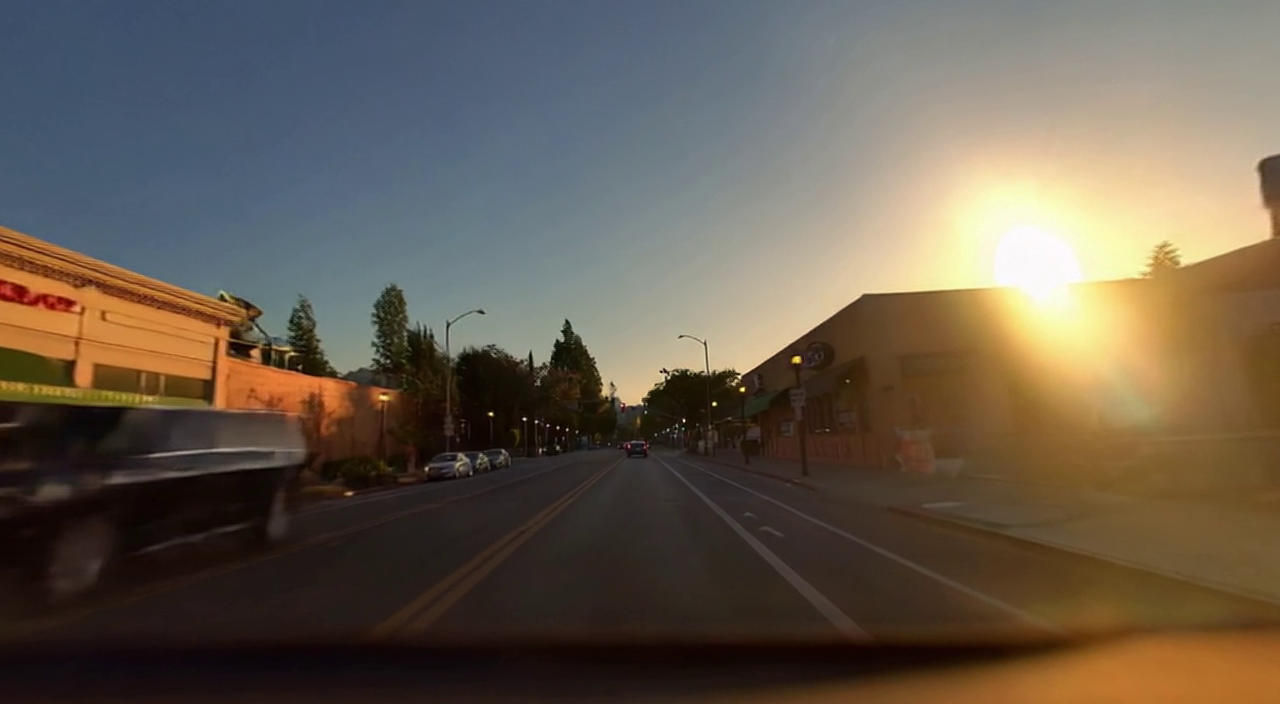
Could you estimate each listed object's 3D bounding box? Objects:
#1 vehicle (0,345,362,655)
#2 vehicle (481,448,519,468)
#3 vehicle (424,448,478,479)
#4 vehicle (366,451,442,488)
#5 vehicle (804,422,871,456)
[{"bbox_3d":[-5.417,1.351,6.695,2.267,2.070,5.719,0,-8,1],"label":"vehicle"},{"bbox_3d":[-10.820,8.224,49.145,1.828,1.470,4.523,0,-8,0],"label":"vehicle"},{"bbox_3d":[-10.754,6.349,36.280,1.837,1.586,4.155,0,-8,0],"label":"vehicle"},{"bbox_3d":[-10.749,5.365,29.158,1.784,1.502,4.344,0,-8,0],"label":"vehicle"},{"bbox_3d":[12.501,5.614,40.459,2.532,1.997,5.001,0,-9,-2],"label":"vehicle"}]
